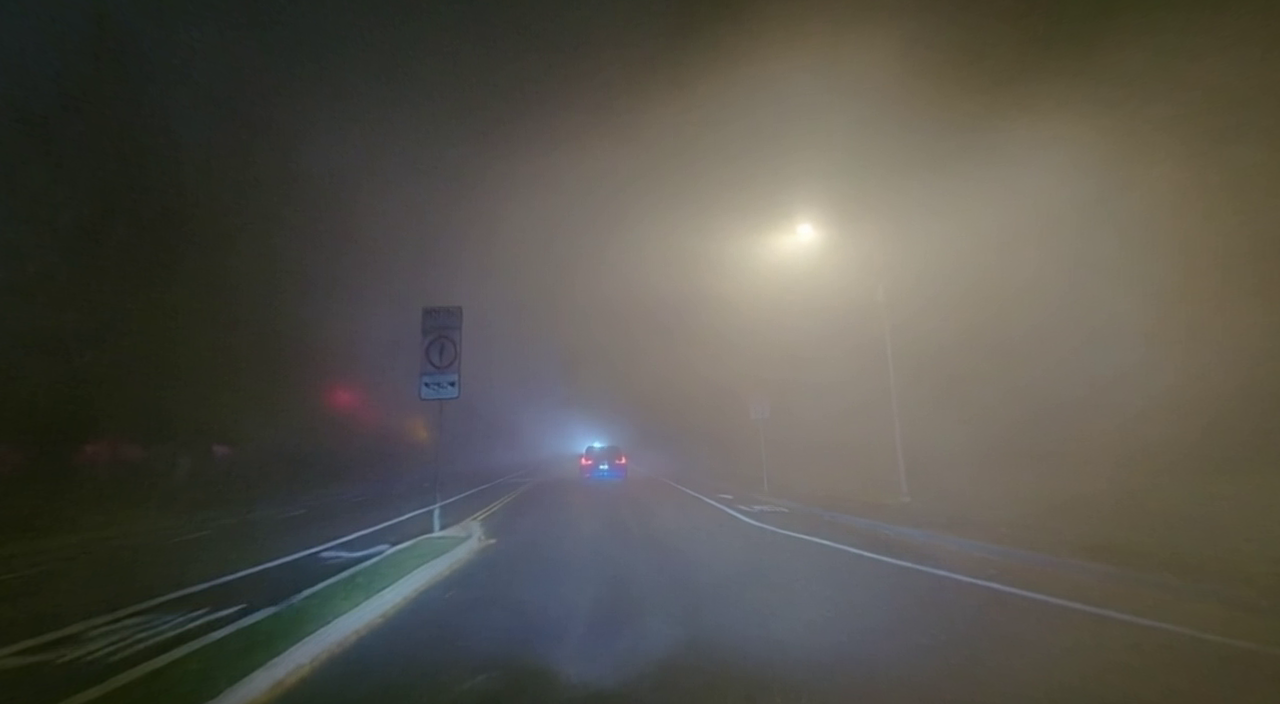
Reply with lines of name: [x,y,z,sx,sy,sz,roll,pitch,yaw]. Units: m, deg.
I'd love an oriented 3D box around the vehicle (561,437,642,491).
vehicle: [-1.202,3.498,20.103,2.295,1.510,4.364,0,-8,-3]
